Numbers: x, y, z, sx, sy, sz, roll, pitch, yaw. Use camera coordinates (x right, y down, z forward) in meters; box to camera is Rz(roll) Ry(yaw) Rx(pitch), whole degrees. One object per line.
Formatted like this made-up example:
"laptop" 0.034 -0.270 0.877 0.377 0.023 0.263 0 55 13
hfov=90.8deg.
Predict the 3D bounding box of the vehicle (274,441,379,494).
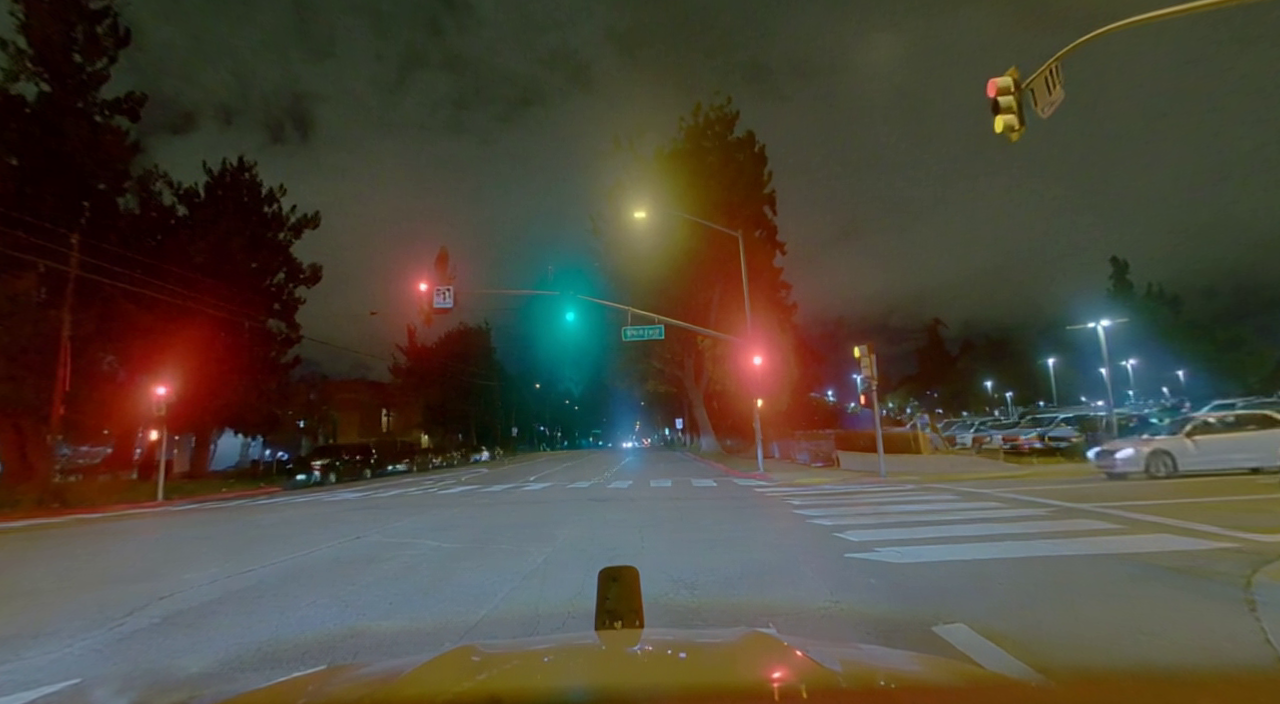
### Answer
"vehicle" -13.758 5.062 28.140 2.251 1.957 4.968 -4 -9 -1

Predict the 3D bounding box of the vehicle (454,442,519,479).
"vehicle" -7.014 4.995 29.320 2.024 1.470 4.153 -3 -9 -1

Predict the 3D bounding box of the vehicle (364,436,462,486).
"vehicle" -10.202 4.956 29.052 2.475 1.940 5.702 -3 -9 -1

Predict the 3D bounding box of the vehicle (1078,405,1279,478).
"vehicle" 12.979 2.017 14.276 4.531 1.461 1.882 -3 -9 10
